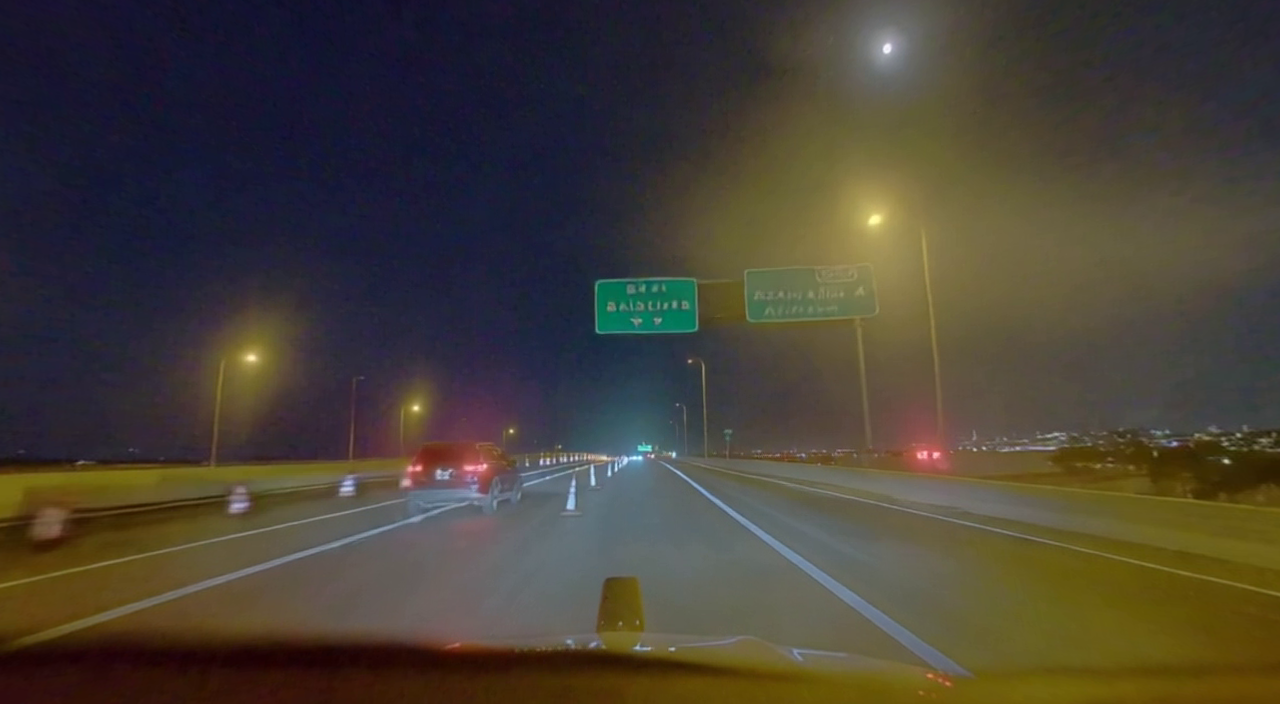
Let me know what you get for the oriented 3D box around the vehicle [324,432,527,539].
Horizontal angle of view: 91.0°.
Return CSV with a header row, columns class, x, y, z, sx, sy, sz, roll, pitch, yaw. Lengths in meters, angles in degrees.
class,x,y,z,sx,sy,sz,roll,pitch,yaw
vehicle,-3.640,2.366,11.898,2.069,1.560,5.018,0,-9,0
